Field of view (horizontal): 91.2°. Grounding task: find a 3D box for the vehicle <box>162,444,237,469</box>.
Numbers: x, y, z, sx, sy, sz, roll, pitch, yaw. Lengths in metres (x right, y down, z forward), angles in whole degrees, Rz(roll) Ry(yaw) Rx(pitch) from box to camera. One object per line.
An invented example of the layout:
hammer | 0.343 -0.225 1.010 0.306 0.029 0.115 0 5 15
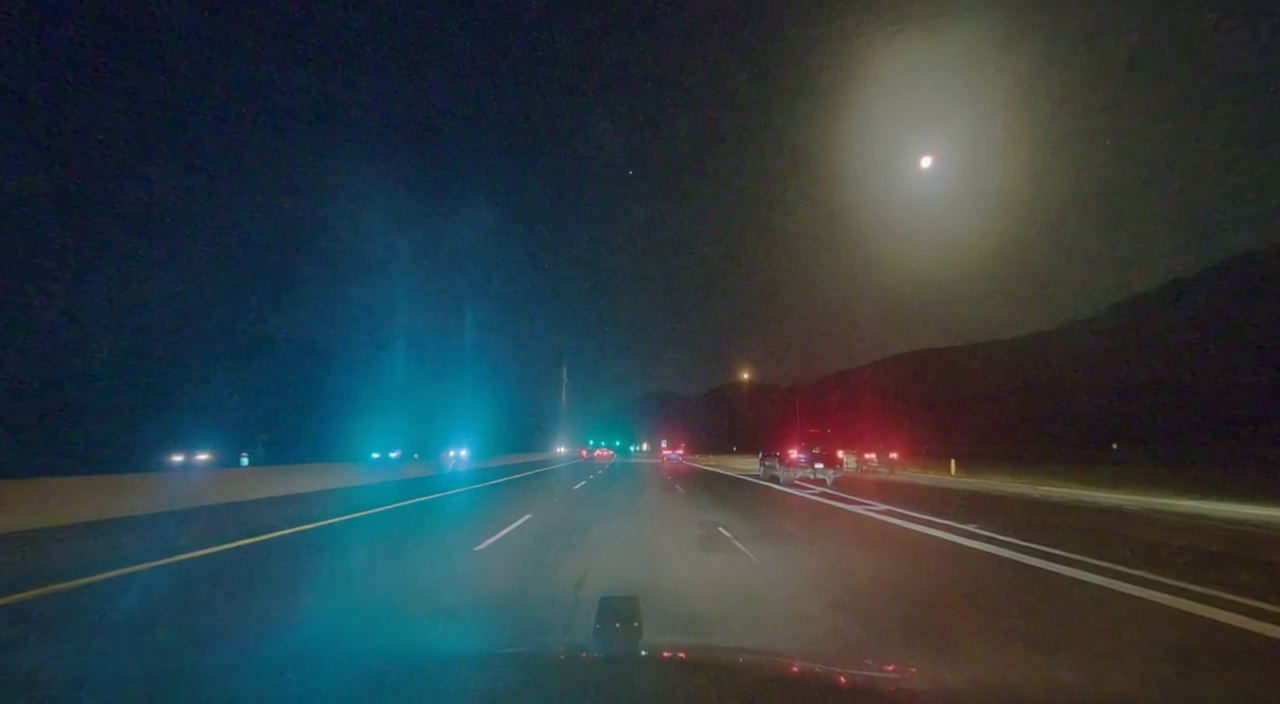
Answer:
vehicle | -27.633 6.564 39.484 1.742 1.490 4.162 0 -9 -1
